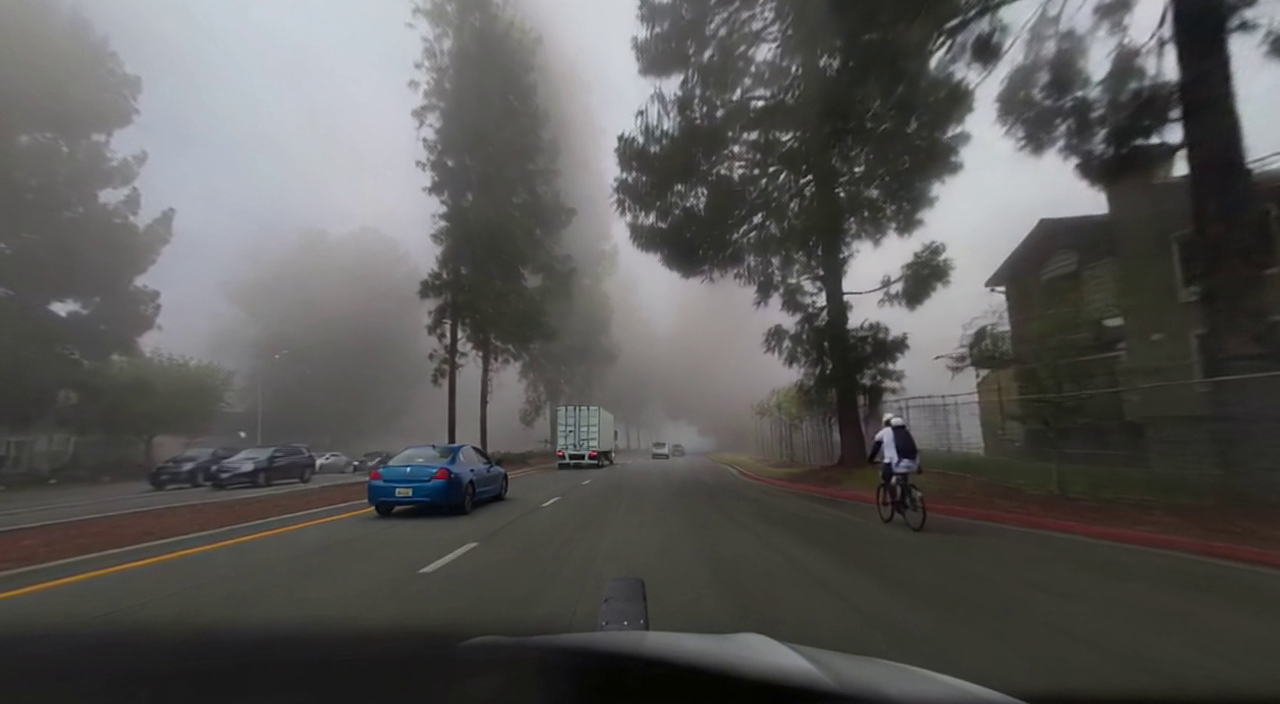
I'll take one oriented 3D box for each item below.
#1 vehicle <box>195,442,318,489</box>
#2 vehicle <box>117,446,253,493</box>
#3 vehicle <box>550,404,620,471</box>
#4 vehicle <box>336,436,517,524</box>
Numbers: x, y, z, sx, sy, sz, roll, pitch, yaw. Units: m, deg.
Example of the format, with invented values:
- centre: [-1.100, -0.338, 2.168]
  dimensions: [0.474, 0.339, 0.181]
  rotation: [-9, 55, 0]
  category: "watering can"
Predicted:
- centre: [-15.039, 4.420, 25.057]
  dimensions: [1.946, 1.688, 4.560]
  rotation: [0, -8, 1]
  category: "vehicle"
- centre: [-18.564, 4.756, 26.077]
  dimensions: [2.004, 1.704, 4.876]
  rotation: [0, -8, 0]
  category: "vehicle"
- centre: [-2.851, 4.794, 35.227]
  dimensions: [2.746, 3.276, 8.572]
  rotation: [0, -8, 3]
  category: "vehicle"
- centre: [-4.034, 2.467, 12.832]
  dimensions: [2.005, 1.462, 4.345]
  rotation: [0, -8, 2]
  category: "vehicle"
